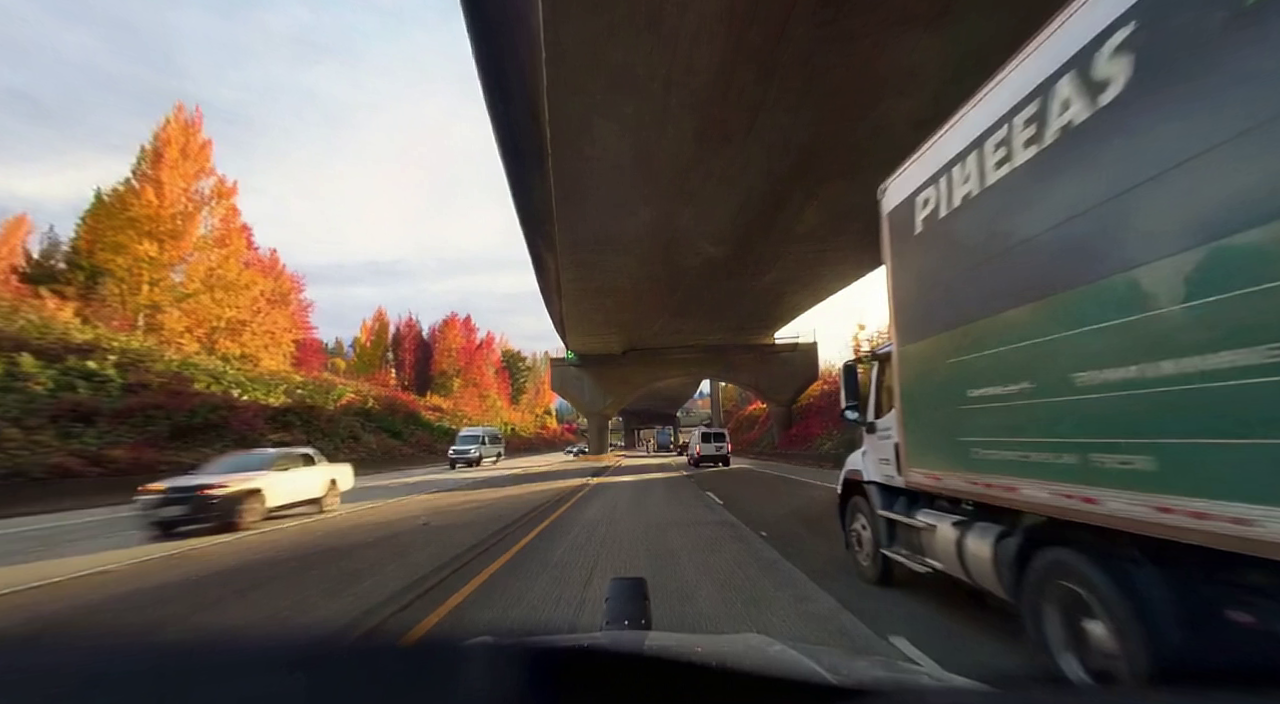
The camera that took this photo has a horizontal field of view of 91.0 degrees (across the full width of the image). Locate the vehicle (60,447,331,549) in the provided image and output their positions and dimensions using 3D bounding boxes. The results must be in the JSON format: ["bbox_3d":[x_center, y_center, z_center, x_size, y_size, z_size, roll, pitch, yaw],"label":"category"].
[{"bbox_3d":[-7.950,2.581,11.930,1.914,1.523,4.361,0,-8,0],"label":"vehicle"}]

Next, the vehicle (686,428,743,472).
[{"bbox_3d":[3.788,5.122,33.034,2.291,2.112,5.052,0,-8,-1],"label":"vehicle"}]
